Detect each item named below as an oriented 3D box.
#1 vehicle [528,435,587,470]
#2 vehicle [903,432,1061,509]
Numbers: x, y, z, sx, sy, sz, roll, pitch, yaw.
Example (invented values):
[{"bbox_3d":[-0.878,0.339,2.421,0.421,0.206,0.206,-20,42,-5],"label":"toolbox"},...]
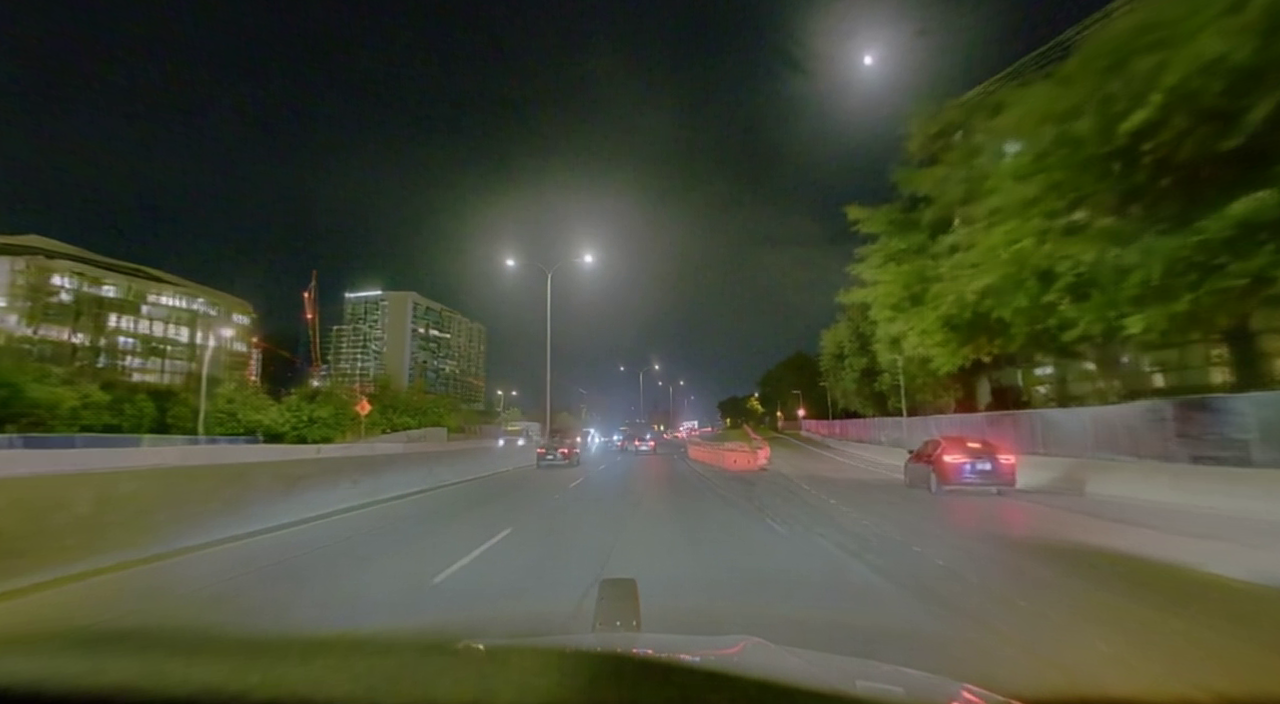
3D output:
[{"bbox_3d":[-3.453,4.263,27.054,1.848,1.406,4.013,0,-8,2],"label":"vehicle"},{"bbox_3d":[7.608,2.615,14.474,1.913,1.499,3.581,-1,-8,6],"label":"vehicle"}]
